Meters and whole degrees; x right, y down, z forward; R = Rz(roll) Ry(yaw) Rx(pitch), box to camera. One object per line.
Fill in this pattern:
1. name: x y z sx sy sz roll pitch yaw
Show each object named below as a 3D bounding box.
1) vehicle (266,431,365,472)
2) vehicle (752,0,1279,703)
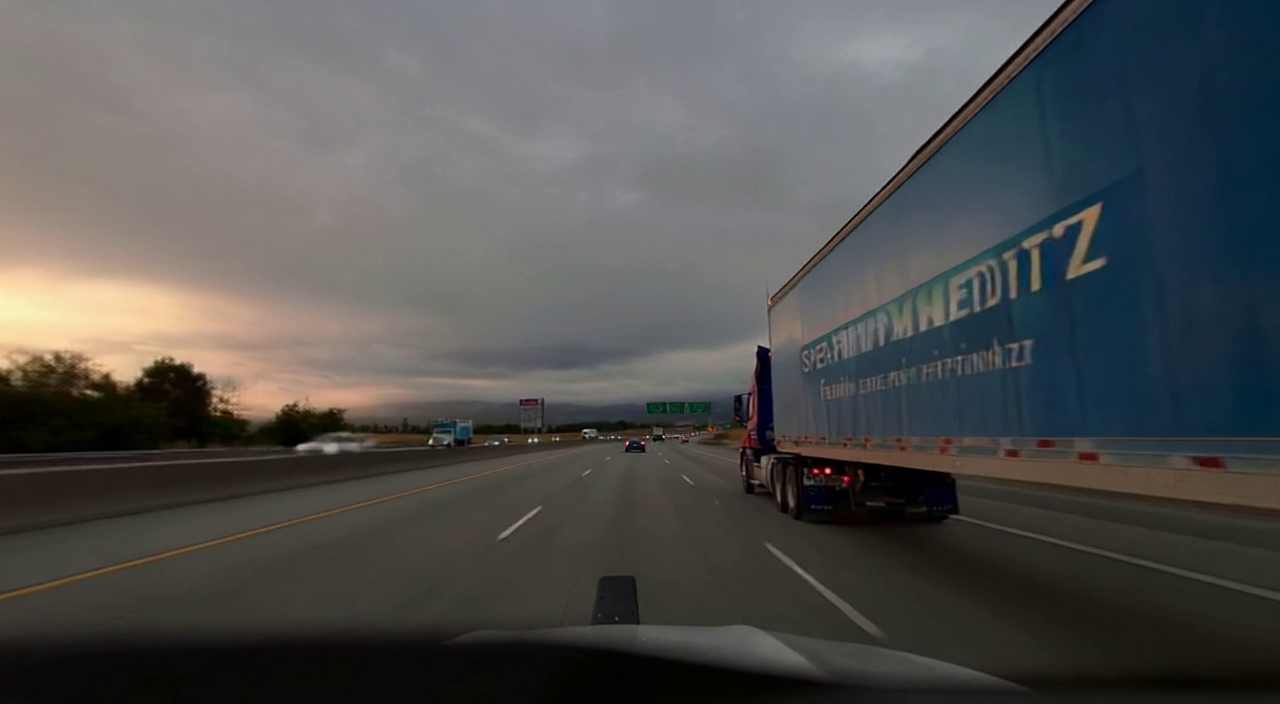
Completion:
1. vehicle: -14.448 4.437 28.404 1.883 1.651 4.896 0 -8 0
2. vehicle: 3.664 -0.217 3.810 2.976 4.077 14.571 0 -8 -1
